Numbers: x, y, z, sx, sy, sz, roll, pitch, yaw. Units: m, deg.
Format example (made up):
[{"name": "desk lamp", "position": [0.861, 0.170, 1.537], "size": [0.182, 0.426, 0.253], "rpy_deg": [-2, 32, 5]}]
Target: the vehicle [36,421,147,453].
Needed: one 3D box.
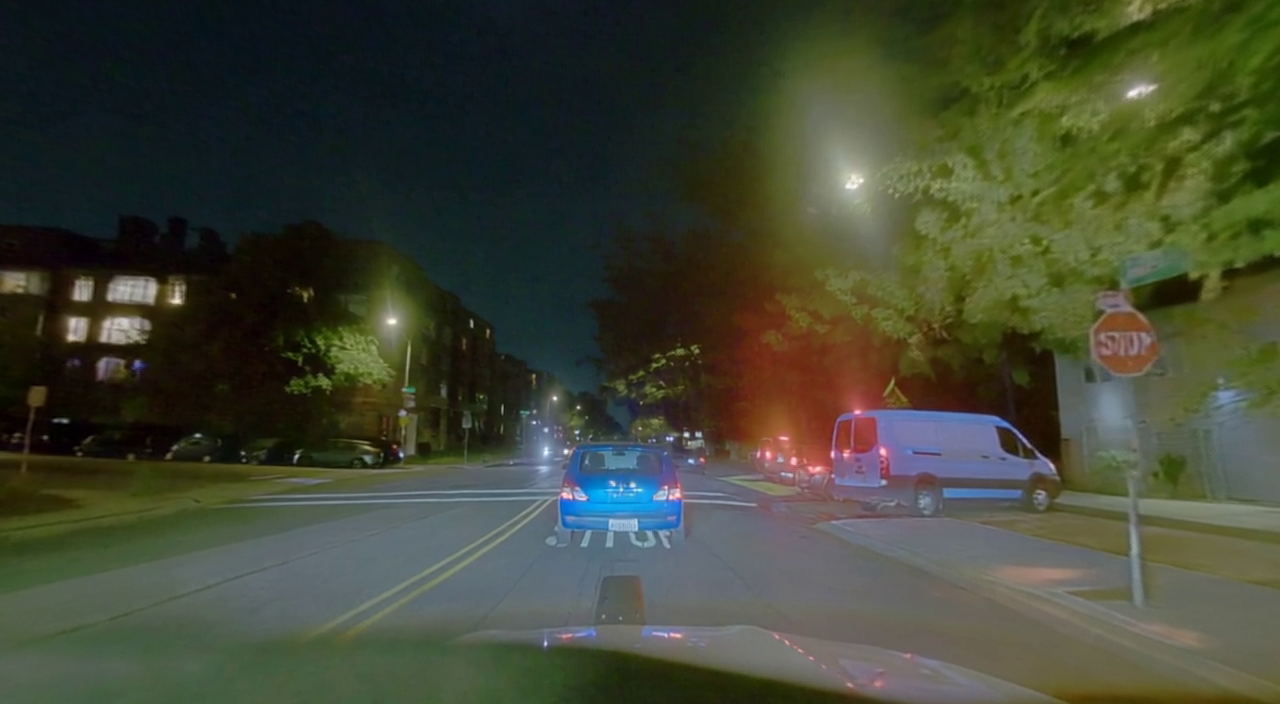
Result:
[{"name": "vehicle", "position": [-31.962, 4.998, 36.909], "size": [4.438, 1.814, 2.044], "rpy_deg": [0, -9, -2]}]

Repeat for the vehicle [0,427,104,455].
[{"name": "vehicle", "position": [-31.925, 4.785, 34.046], "size": [4.168, 1.458, 1.904], "rpy_deg": [0, -9, -3]}]

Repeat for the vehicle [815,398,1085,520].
[{"name": "vehicle", "position": [6.588, 2.215, 13.397], "size": [5.385, 2.146, 2.143], "rpy_deg": [4, -9, -26]}]

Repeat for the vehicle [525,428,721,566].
[{"name": "vehicle", "position": [-0.242, 1.876, 9.013], "size": [2.065, 1.450, 4.522], "rpy_deg": [0, -9, -2]}]

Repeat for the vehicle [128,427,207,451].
[{"name": "vehicle", "position": [-31.962, 5.892, 42.803], "size": [3.915, 1.574, 1.850], "rpy_deg": [0, -9, 3]}]

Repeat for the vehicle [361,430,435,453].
[{"name": "vehicle", "position": [-18.537, 6.869, 48.522], "size": [4.892, 1.679, 1.927], "rpy_deg": [1, -9, -7]}]
